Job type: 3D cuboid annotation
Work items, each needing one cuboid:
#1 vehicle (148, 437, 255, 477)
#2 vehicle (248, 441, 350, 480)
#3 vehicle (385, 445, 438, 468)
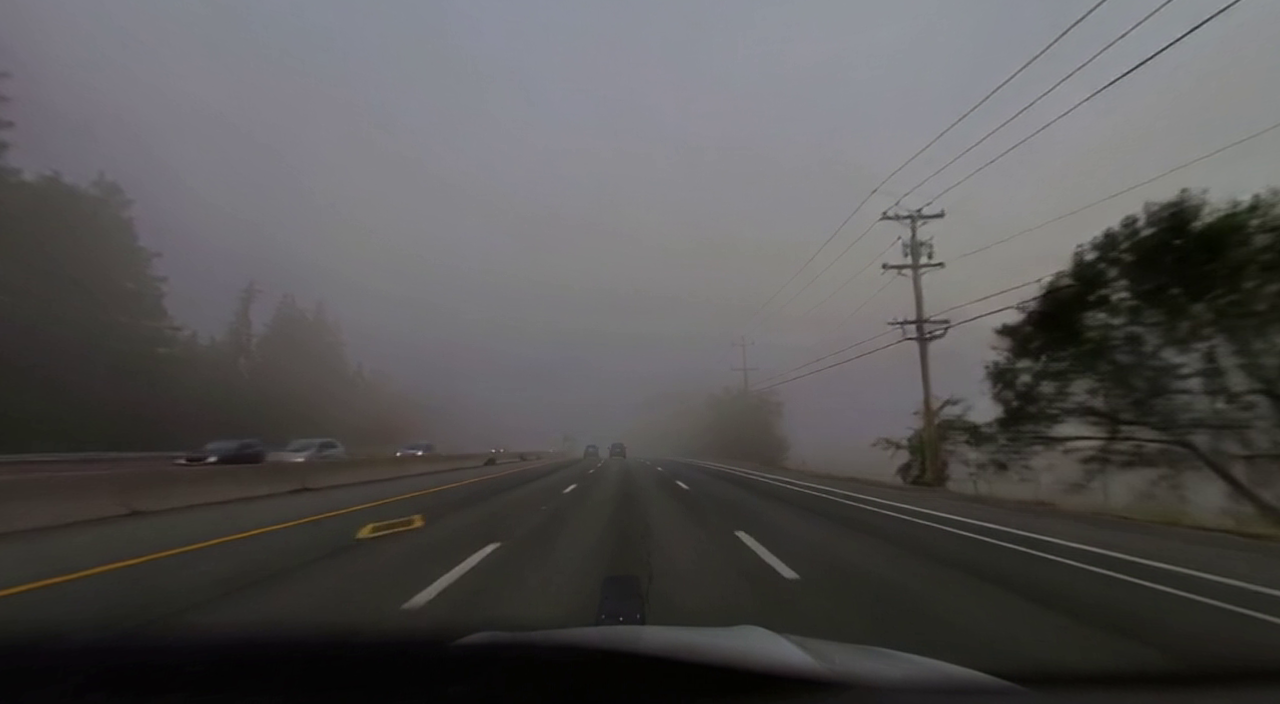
[{"bbox_3d":[-18.540,4.446,26.934,1.778,1.562,3.903,0,-9,-1],"label":"vehicle"},{"bbox_3d":[-14.346,4.576,26.917,1.948,1.531,4.456,0,-9,-1],"label":"vehicle"},{"bbox_3d":[-15.048,6.910,41.930,1.914,1.477,4.524,0,-9,-1],"label":"vehicle"}]
